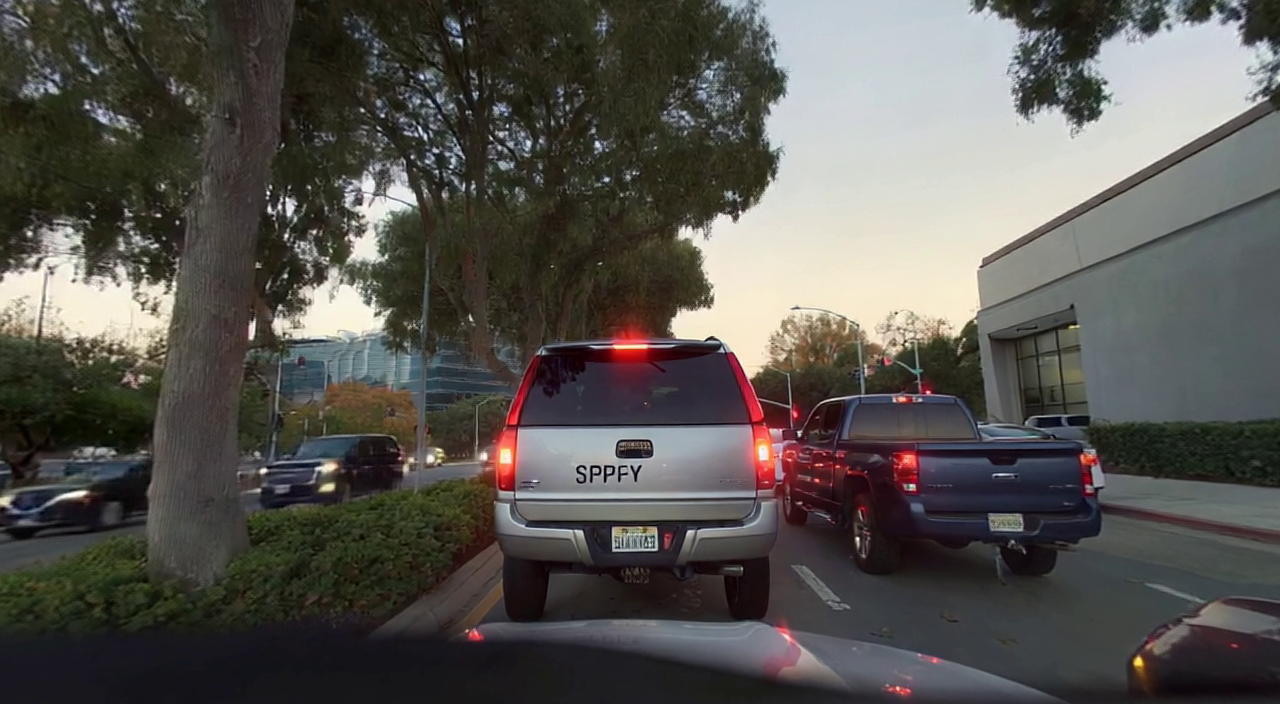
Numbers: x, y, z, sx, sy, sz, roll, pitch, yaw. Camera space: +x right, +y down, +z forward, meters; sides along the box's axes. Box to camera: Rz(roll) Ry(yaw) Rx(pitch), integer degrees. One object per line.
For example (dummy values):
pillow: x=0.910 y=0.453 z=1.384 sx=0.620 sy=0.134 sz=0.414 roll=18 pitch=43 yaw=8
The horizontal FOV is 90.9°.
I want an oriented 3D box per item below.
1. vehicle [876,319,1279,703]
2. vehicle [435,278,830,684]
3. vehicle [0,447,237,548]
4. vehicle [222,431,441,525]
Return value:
vehicle: x=3.079 y=0.984 z=3.469 sx=2.022 sy=1.700 sz=4.410 roll=0 pitch=-8 yaw=3
vehicle: x=0.011 y=1.038 z=5.946 sx=2.267 sy=2.372 sz=4.366 roll=0 pitch=-8 yaw=2
vehicle: x=-12.569 y=3.416 z=15.605 sx=2.111 sy=1.917 sz=4.758 roll=-5 pitch=-8 yaw=-1
vehicle: x=-9.102 y=3.798 z=20.069 sx=2.873 sy=2.199 sz=8.099 roll=-3 pitch=-9 yaw=1
